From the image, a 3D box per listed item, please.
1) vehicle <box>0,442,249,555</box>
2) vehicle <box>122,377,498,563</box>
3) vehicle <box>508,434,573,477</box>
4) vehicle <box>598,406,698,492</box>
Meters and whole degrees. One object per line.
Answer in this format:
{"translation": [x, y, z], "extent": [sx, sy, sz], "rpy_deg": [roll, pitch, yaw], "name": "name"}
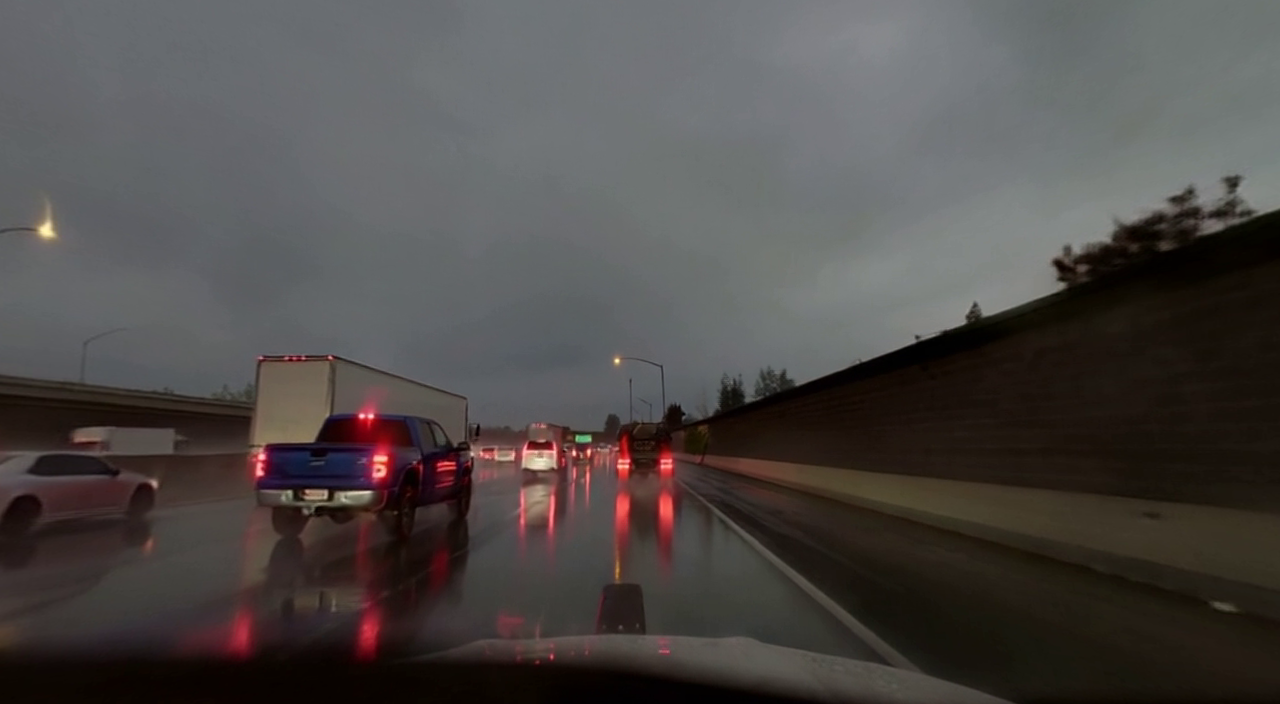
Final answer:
{"translation": [-8.568, 2.177, 10.138], "extent": [1.893, 1.409, 4.154], "rpy_deg": [0, -9, 1], "name": "vehicle"}
{"translation": [-4.148, 1.683, 9.626], "extent": [2.575, 1.958, 5.730], "rpy_deg": [0, -9, 1], "name": "vehicle"}
{"translation": [-4.664, 4.961, 30.486], "extent": [2.329, 1.859, 4.823], "rpy_deg": [0, -9, 0], "name": "vehicle"}
{"translation": [0.129, 3.398, 22.283], "extent": [2.886, 2.471, 7.692], "rpy_deg": [0, -9, -1], "name": "vehicle"}
